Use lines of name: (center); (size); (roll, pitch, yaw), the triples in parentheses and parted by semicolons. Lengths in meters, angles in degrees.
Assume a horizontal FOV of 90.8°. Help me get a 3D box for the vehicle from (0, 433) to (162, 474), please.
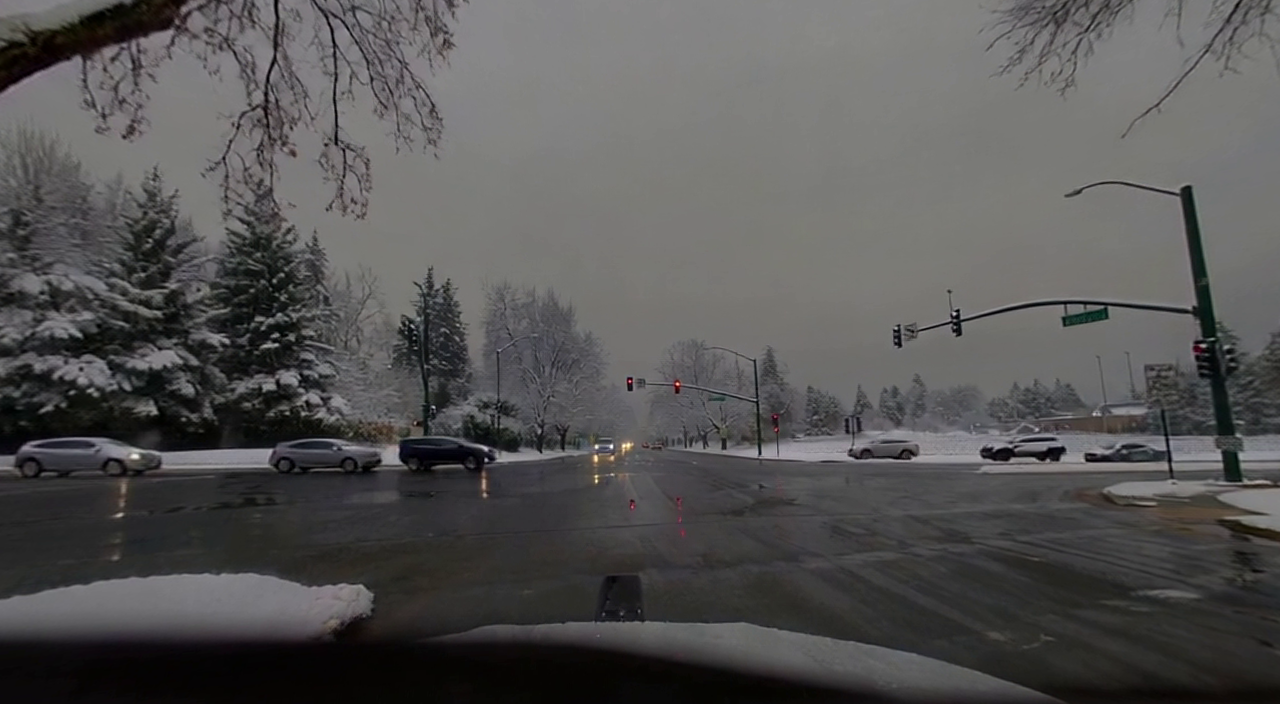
vehicle: (-21.824, 3.912, 24.444); (4.849, 1.476, 1.935); (3, -9, -18)

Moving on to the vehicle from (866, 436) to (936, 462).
vehicle: (15.675, 5.823, 37.839); (4.516, 1.468, 1.962); (7, -11, -40)

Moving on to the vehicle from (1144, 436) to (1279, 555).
vehicle: (9.228, 1.874, 7.887); (1.993, 1.505, 4.721); (4, -9, 0)

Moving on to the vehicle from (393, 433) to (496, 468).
vehicle: (-9.347, 4.721, 30.356); (4.331, 1.544, 1.896); (5, -10, -32)

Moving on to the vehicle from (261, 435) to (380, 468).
vehicle: (-15.361, 4.775, 30.476); (4.912, 1.485, 1.922); (5, -10, -29)

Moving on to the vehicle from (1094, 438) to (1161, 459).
vehicle: (35.919, 7.090, 46.563); (4.533, 1.471, 1.772); (4, -9, -22)

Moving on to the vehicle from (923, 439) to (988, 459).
vehicle: (24.070, 7.392, 48.203); (4.352, 1.456, 1.794); (3, -9, -19)

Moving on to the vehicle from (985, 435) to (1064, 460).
vehicle: (26.169, 6.504, 43.019); (4.481, 1.561, 2.001); (3, -9, -16)
